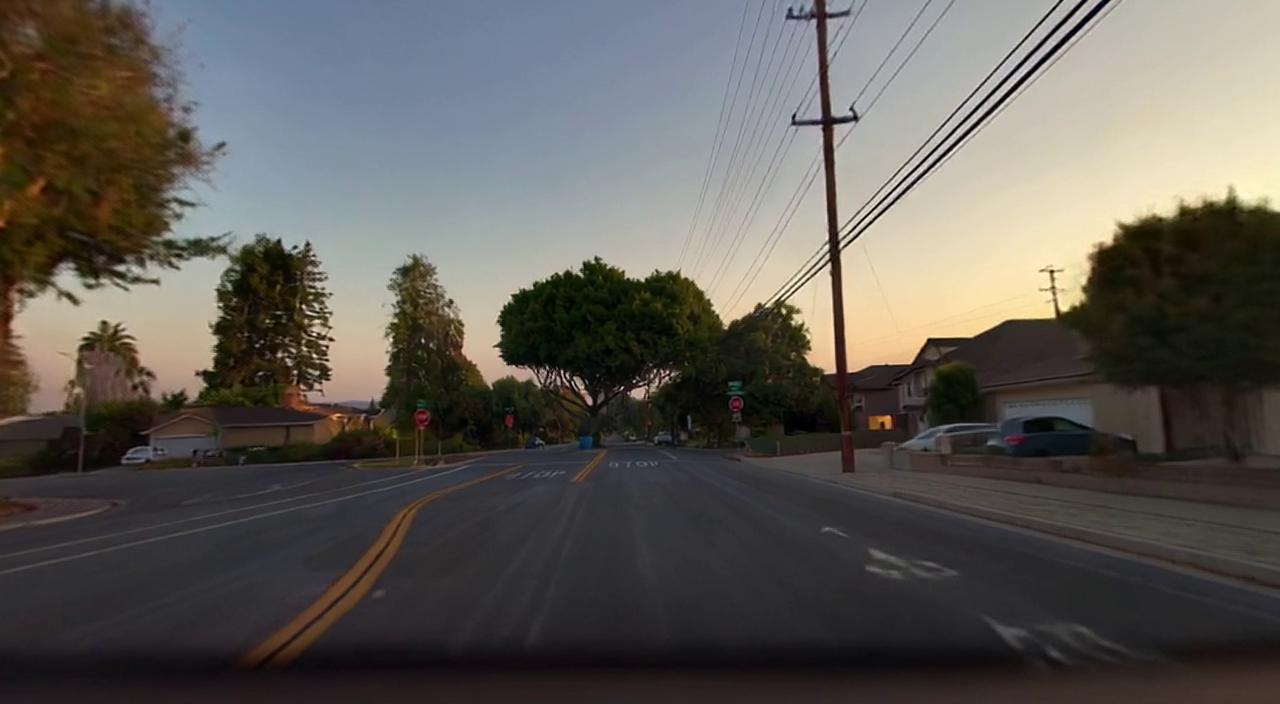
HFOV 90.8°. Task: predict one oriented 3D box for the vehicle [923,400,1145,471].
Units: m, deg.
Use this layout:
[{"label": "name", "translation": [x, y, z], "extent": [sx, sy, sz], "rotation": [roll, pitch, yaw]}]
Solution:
[{"label": "vehicle", "translation": [10.572, 2.311, 17.319], "extent": [4.544, 1.807, 2.204], "rotation": [-1, -9, 3]}]
